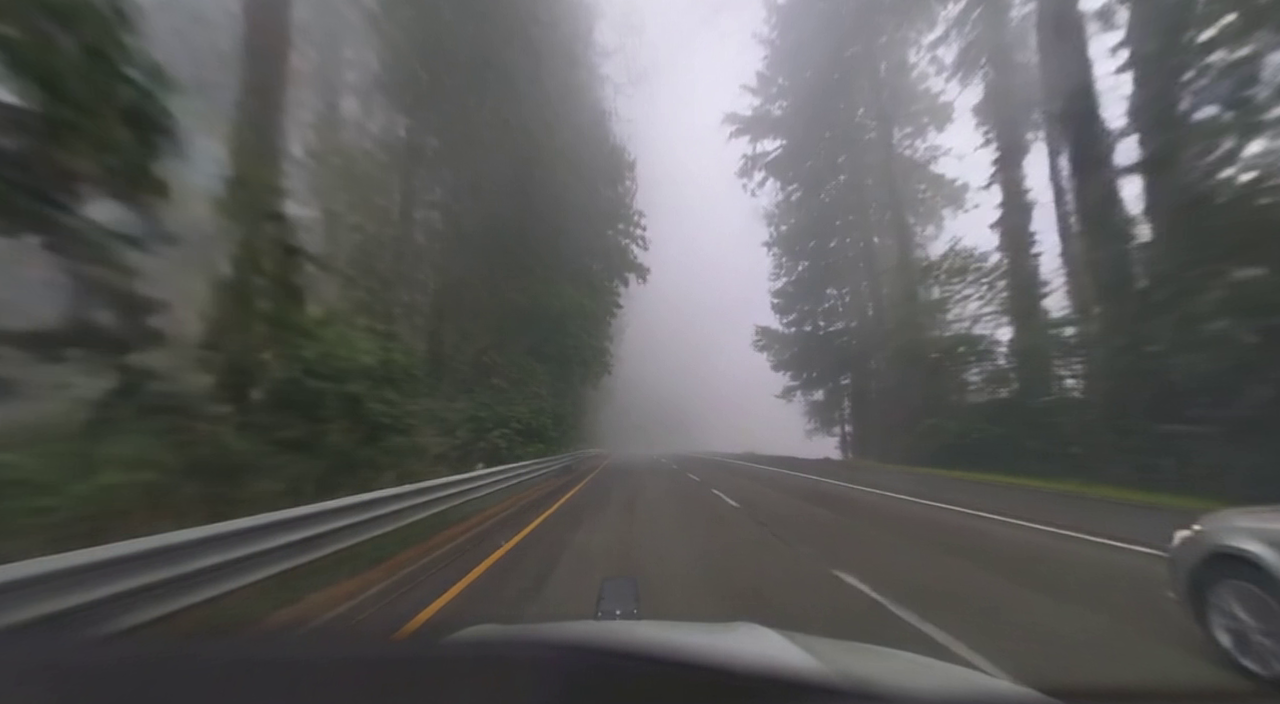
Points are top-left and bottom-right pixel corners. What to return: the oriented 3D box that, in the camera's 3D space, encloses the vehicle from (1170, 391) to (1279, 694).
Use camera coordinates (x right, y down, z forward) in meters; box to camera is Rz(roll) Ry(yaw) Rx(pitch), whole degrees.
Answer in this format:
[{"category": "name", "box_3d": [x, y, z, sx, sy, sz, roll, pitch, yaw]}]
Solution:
[{"category": "vehicle", "box_3d": [4.230, 0.707, 1.406, 1.905, 1.525, 4.719, 0, -8, -1]}]
